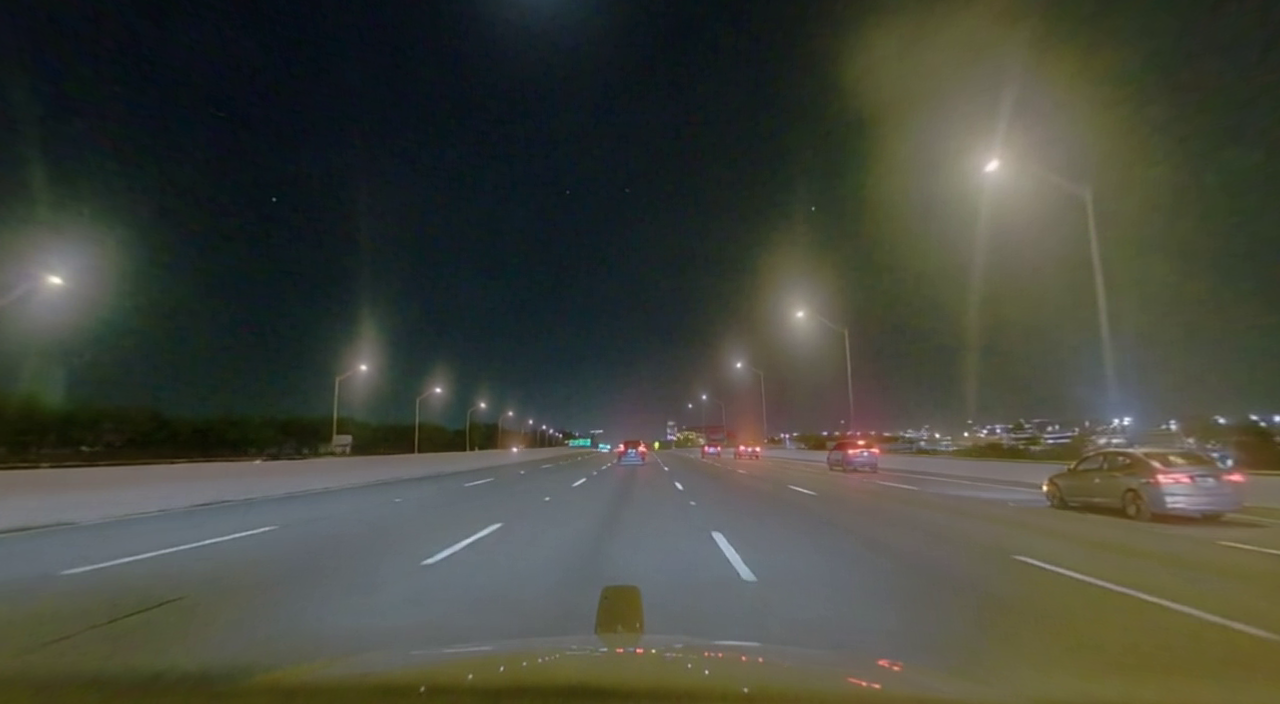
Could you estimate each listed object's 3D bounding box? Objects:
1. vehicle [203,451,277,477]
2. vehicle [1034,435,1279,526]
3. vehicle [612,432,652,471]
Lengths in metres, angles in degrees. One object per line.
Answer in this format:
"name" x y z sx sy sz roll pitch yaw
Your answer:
"vehicle" -24.324 6.809 38.589 1.806 1.450 4.041 0 -8 1
"vehicle" 10.091 2.384 12.338 1.900 1.432 4.519 0 -8 1
"vehicle" -0.357 5.084 32.297 1.893 1.827 4.513 0 -8 1
